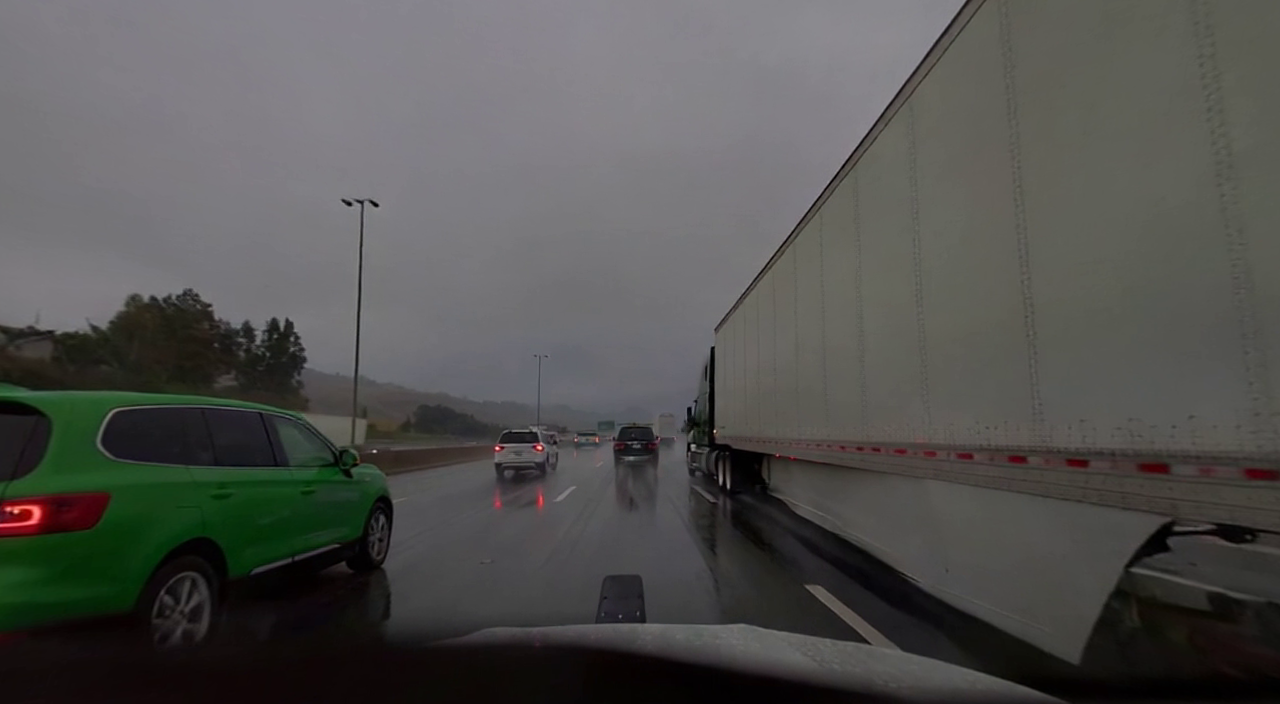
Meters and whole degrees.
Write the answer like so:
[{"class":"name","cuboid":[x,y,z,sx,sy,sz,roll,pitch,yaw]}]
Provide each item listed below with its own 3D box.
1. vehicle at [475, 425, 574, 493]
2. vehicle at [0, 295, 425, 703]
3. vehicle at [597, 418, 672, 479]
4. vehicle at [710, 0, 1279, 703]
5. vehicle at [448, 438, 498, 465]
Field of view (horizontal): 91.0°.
[{"class":"vehicle","cuboid":[-3.356,3.213,19.250,2.120,1.812,4.659,0,-8,0]},{"class":"vehicle","cuboid":[-3.304,0.982,3.936,2.193,1.803,4.958,0,-8,-1]},{"class":"vehicle","cuboid":[-0.220,3.949,25.971,2.704,2.216,5.804,0,-8,0]},{"class":"vehicle","cuboid":[3.492,0.760,10.130,2.852,4.121,16.210,0,-8,0]},{"class":"vehicle","cuboid":[-11.256,6.720,42.713,1.955,1.688,4.793,0,-8,1]}]
